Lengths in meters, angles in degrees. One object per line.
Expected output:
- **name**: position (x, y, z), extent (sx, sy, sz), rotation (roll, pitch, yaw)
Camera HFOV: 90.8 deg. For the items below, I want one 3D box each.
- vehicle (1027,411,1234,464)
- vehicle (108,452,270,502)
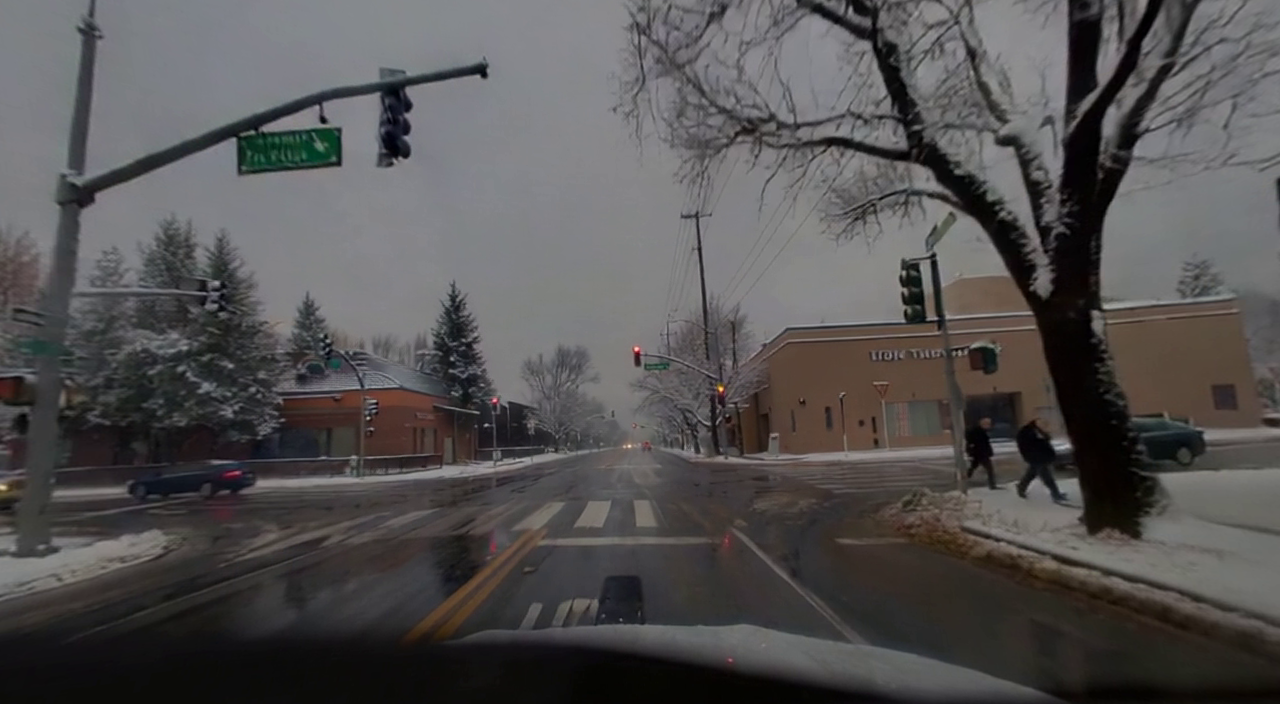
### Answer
- **vehicle**: position (14.532, 2.581, 18.923), extent (4.632, 1.484, 1.907), rotation (0, -9, -2)
- **vehicle**: position (-15.849, 4.388, 22.302), extent (4.624, 1.478, 2.118), rotation (-4, -7, 14)
